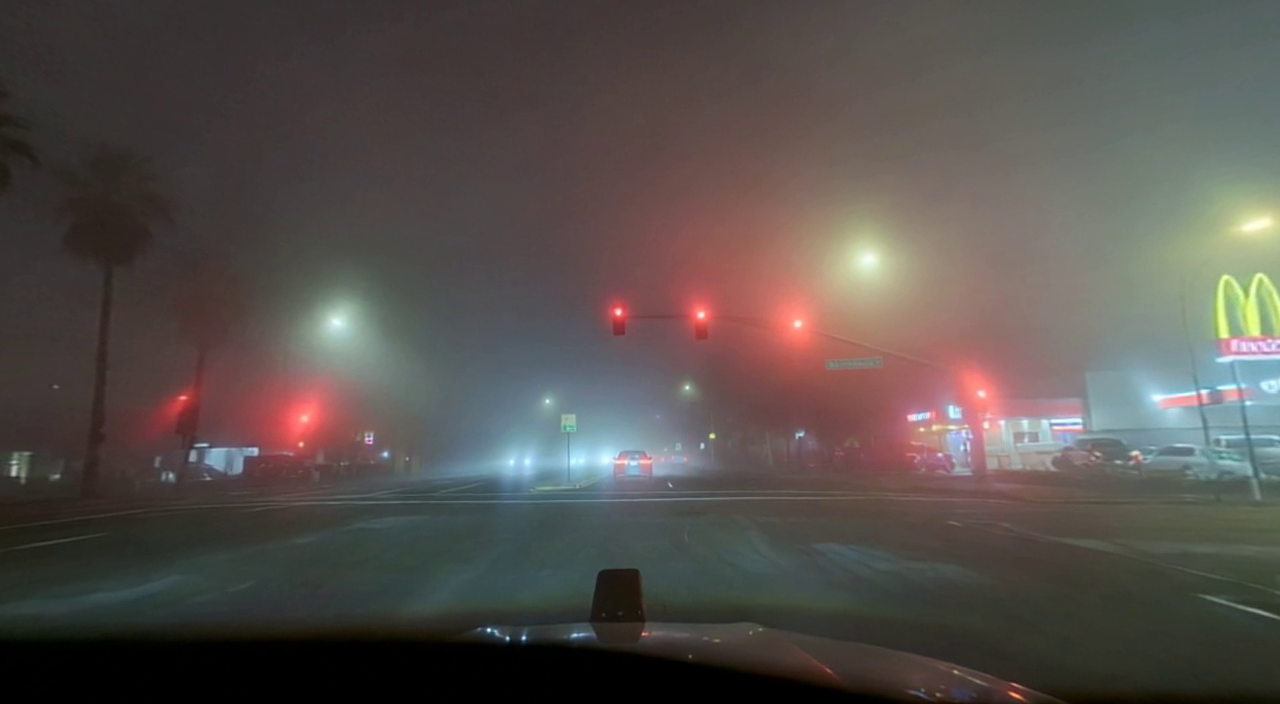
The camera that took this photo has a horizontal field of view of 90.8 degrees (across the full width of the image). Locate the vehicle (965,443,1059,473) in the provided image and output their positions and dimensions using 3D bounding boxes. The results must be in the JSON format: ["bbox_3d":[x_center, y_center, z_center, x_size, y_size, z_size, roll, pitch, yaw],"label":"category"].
[{"bbox_3d":[19.403,5.521,33.145,3.833,1.495,1.892,-3,-9,16],"label":"vehicle"}]

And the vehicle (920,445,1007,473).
[{"bbox_3d":[18.327,6.062,35.942,3.962,1.529,1.867,-1,-9,9],"label":"vehicle"}]

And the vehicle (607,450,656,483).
[{"bbox_3d":[-0.458,5.700,31.671,2.270,1.475,4.571,0,-9,-2],"label":"vehicle"}]

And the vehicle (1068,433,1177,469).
[{"bbox_3d":[24.361,5.030,32.007,3.783,1.560,1.853,-4,-10,9],"label":"vehicle"}]

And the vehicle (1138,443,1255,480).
[{"bbox_3d":[24.096,4.734,27.537,1.738,1.462,3.609,0,-9,0],"label":"vehicle"}]
